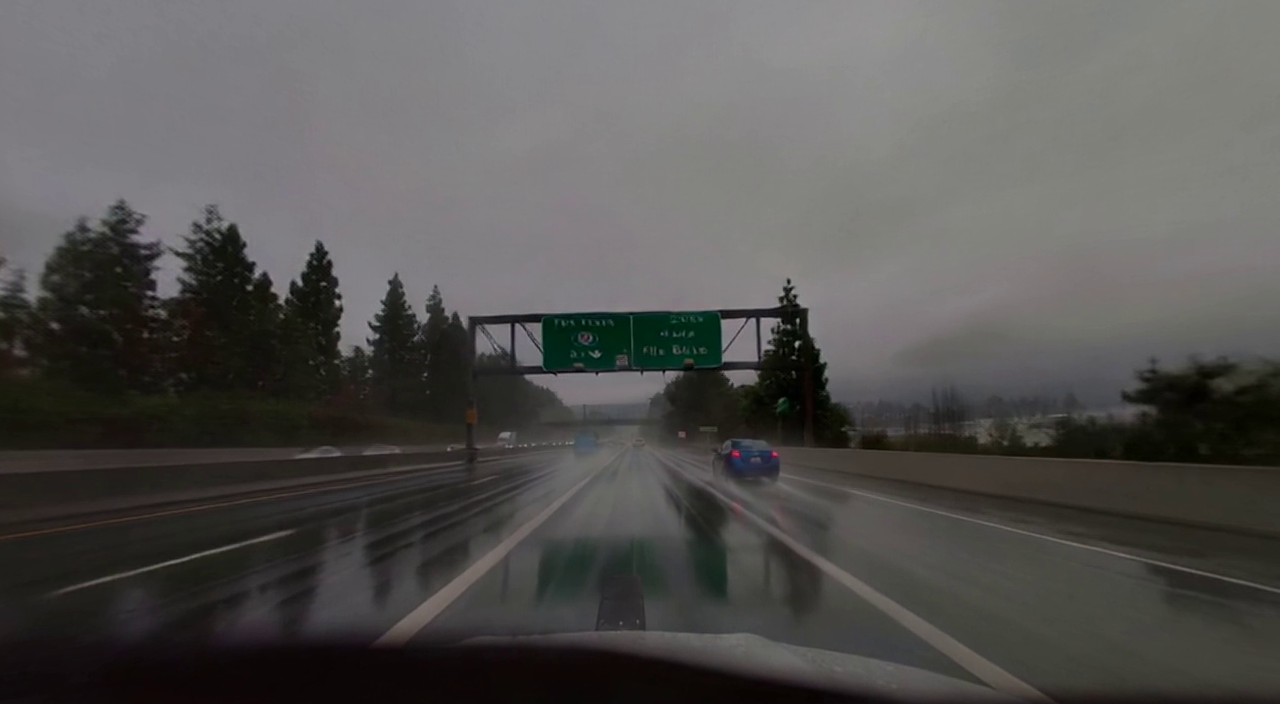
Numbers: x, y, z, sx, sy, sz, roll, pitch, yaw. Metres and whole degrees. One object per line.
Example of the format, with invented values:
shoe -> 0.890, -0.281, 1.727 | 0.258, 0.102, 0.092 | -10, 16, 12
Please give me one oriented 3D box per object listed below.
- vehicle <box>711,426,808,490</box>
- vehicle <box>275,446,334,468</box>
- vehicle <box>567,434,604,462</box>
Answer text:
vehicle -> 3.483, 3.185, 19.261 | 2.053, 1.714, 4.097 | 0, -9, -2
vehicle -> -24.888, 7.798, 47.114 | 1.862, 1.483, 4.697 | 0, -9, -1
vehicle -> -3.757, 6.726, 44.214 | 2.173, 1.793, 4.564 | 0, -9, 0
